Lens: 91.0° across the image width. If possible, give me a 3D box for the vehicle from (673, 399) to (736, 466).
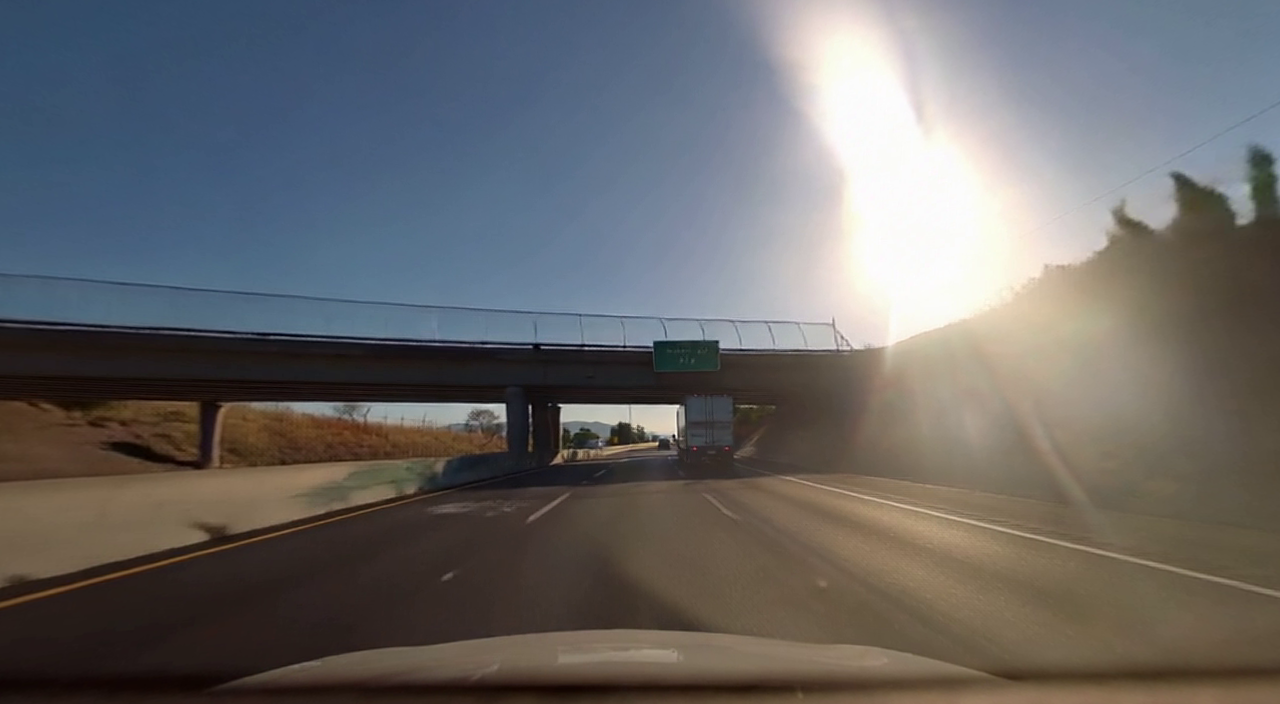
[{"bbox_3d":[4.317,5.896,45.533,2.960,4.099,14.097,0,-8,-1],"label":"vehicle"}]
